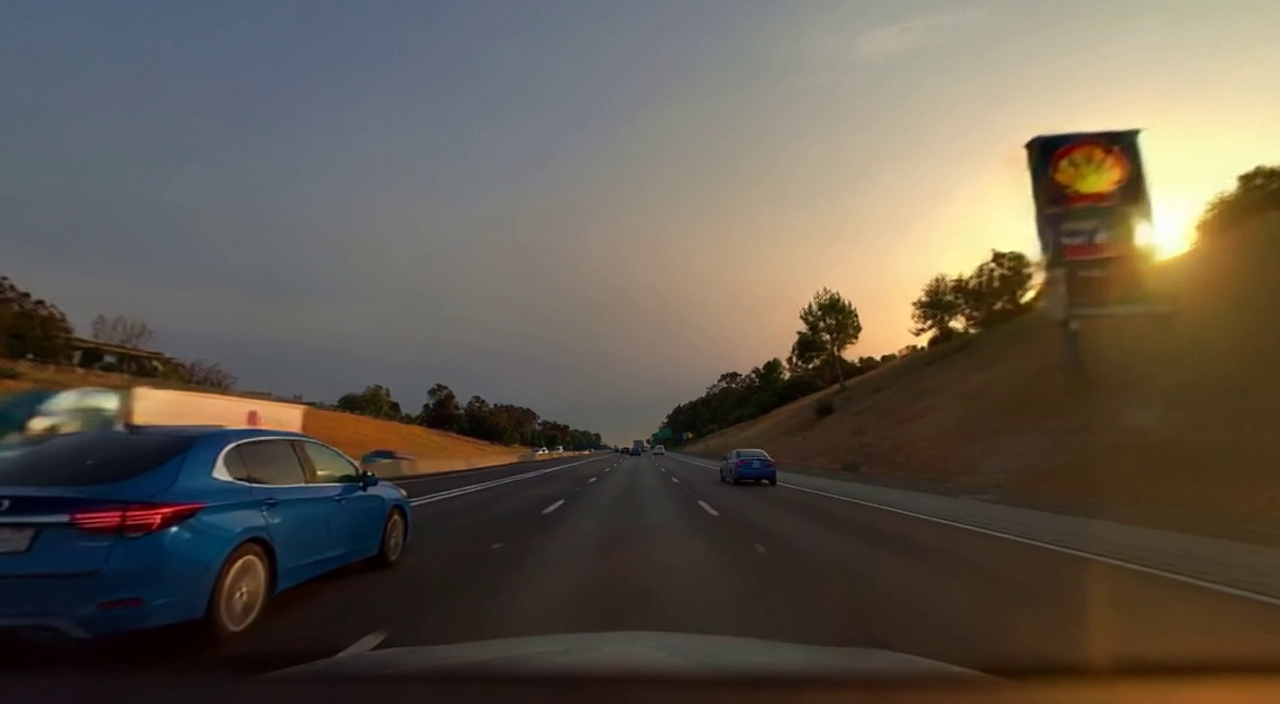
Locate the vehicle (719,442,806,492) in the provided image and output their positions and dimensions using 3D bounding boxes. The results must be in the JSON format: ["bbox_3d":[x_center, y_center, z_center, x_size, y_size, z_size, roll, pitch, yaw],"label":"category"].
[{"bbox_3d":[3.901,3.729,20.766,1.967,1.472,3.751,0,-9,-2],"label":"vehicle"}]

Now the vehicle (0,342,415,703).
[{"bbox_3d":[-3.296,1.082,3.760,2.277,1.695,4.475,0,-9,-1],"label":"vehicle"}]
